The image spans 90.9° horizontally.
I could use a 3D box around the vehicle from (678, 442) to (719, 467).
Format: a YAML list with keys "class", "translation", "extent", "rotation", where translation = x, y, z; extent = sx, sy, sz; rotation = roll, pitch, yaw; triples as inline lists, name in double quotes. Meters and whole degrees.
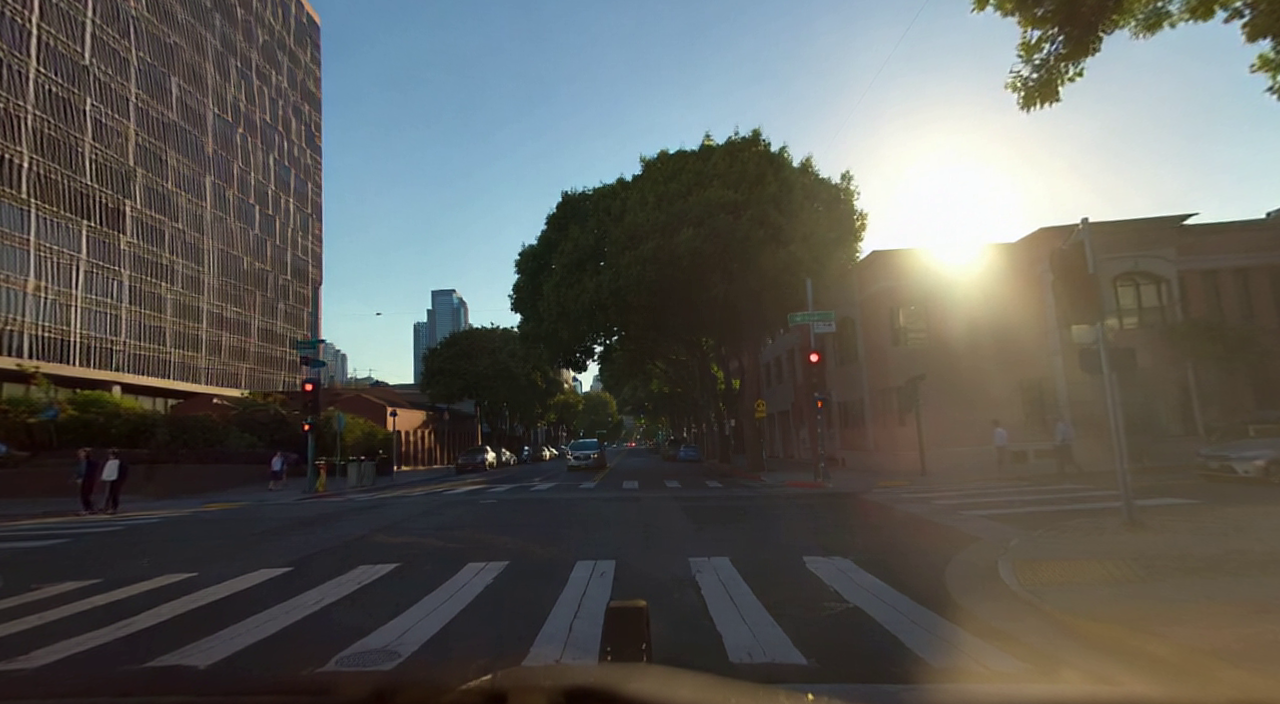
- class: "vehicle"
  translation: [3.543, 6.279, 38.855]
  extent: [1.853, 1.426, 4.160]
  rotation: [1, -8, -3]

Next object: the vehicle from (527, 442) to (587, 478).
- class: "vehicle"
  translation: [-3.662, 4.819, 28.494]
  extent: [1.989, 1.481, 4.500]
  rotation: [0, -8, 1]

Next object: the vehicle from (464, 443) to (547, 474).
- class: "vehicle"
  translation: [-8.029, 6.375, 38.005]
  extent: [4.526, 1.726, 1.963]
  rotation: [8, -12, -44]
